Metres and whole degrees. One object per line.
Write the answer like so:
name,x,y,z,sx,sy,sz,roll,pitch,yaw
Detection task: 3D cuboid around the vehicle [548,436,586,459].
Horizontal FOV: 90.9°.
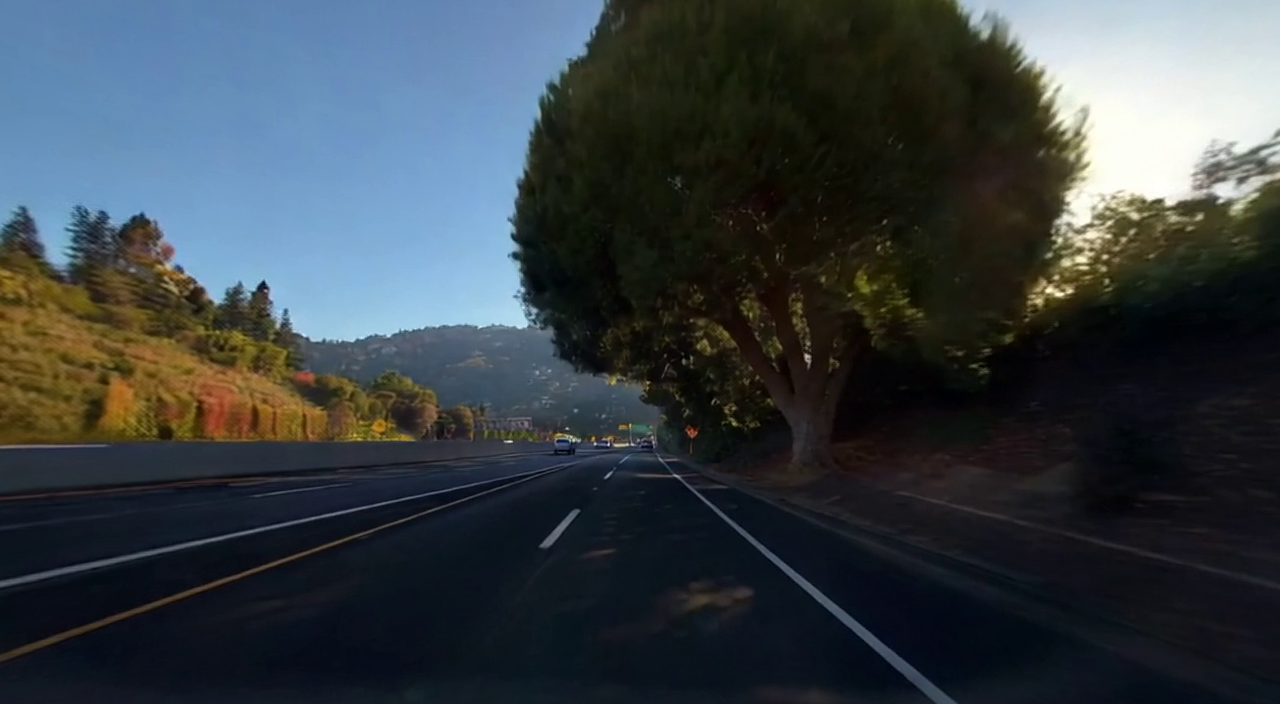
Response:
vehicle,-5.356,7.059,46.777,2.141,1.612,3.998,0,-8,3
